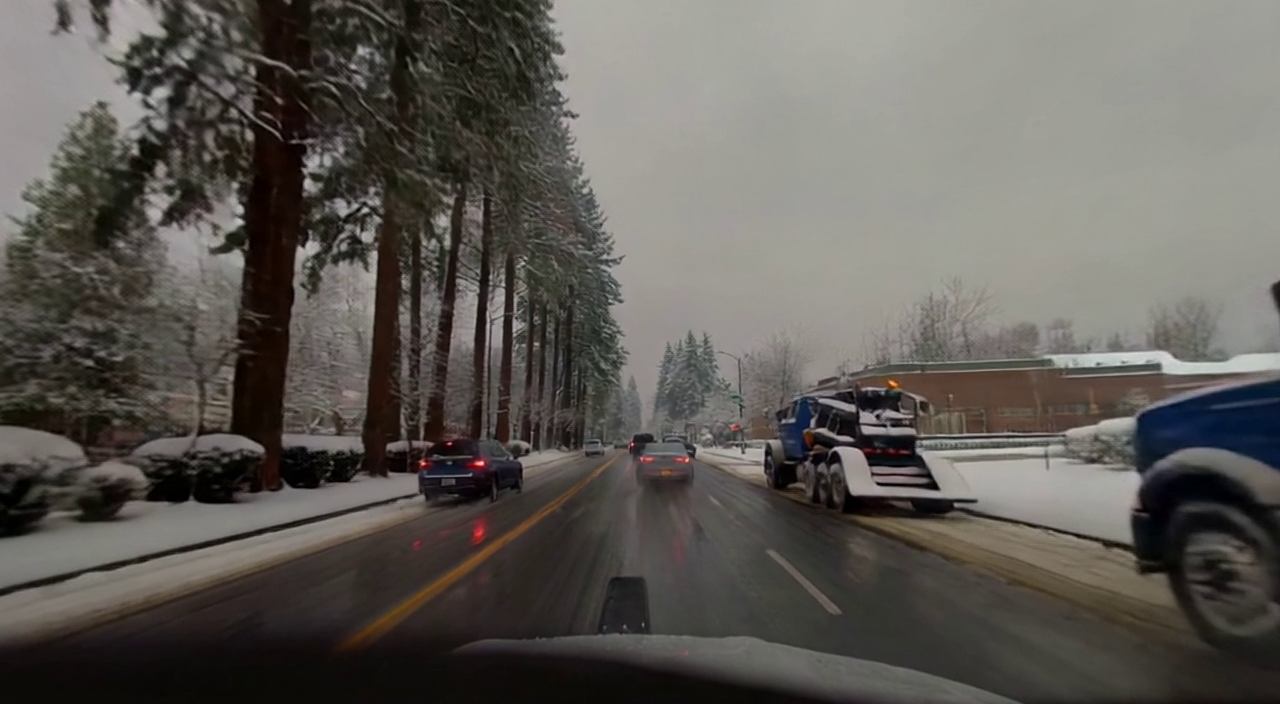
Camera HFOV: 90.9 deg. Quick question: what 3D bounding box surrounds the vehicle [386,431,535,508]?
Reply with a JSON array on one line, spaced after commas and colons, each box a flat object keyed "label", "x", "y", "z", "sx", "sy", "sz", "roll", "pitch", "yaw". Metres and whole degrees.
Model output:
[{"label": "vehicle", "x": -3.961, "y": 2.679, "z": 14.926, "sx": 2.003, "sy": 1.507, "sz": 4.808, "roll": 0, "pitch": -8, "yaw": 2}]

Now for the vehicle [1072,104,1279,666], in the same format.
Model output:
[{"label": "vehicle", "x": 5.507, "y": -0.316, "z": 0.343, "sx": 2.867, "sy": 3.600, "sz": 11.047, "roll": 0, "pitch": -8, "yaw": 1}]

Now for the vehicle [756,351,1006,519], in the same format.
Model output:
[{"label": "vehicle", "x": 5.488, "y": 2.223, "z": 16.742, "sx": 3.089, "sy": 3.258, "sz": 8.841, "roll": 0, "pitch": -8, "yaw": 0}]

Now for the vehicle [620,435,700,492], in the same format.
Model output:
[{"label": "vehicle", "x": 0.571, "y": 3.203, "z": 18.476, "sx": 2.086, "sy": 1.466, "sz": 4.026, "roll": 0, "pitch": -8, "yaw": 2}]

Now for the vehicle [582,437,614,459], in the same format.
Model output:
[{"label": "vehicle", "x": -3.262, "y": 7.571, "z": 49.603, "sx": 2.062, "sy": 1.641, "sz": 4.193, "roll": 0, "pitch": -8, "yaw": 2}]
